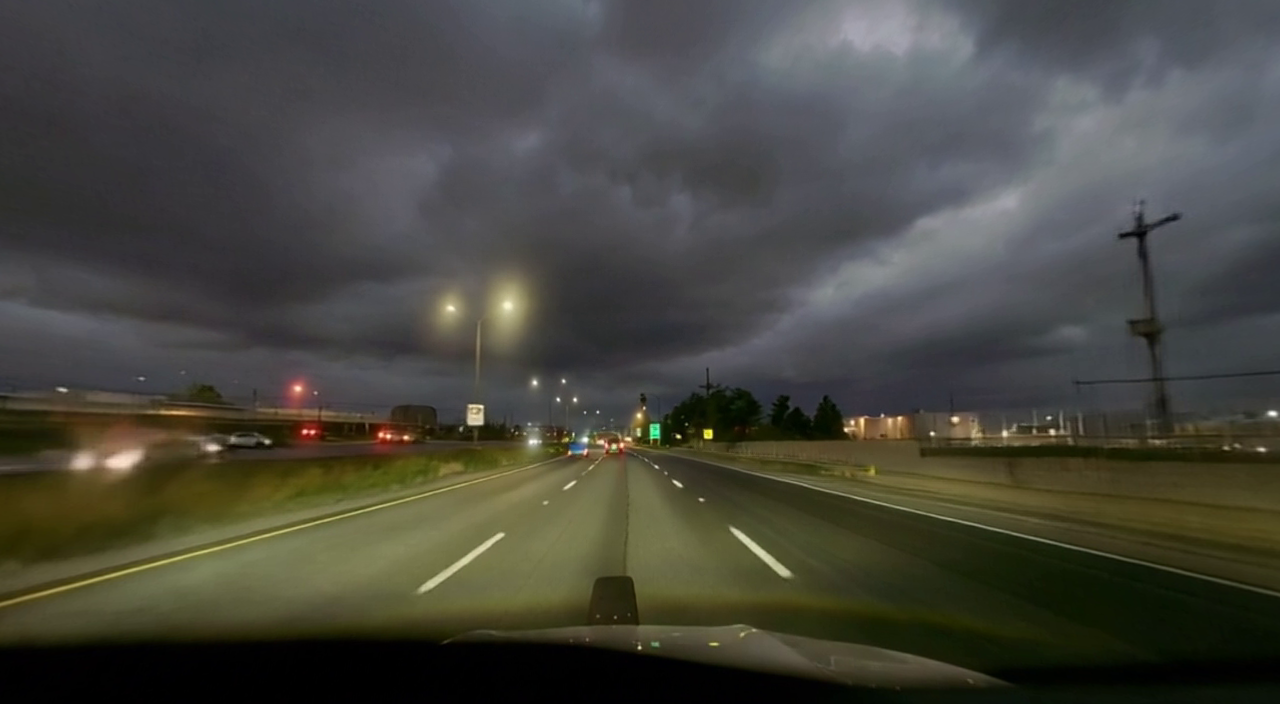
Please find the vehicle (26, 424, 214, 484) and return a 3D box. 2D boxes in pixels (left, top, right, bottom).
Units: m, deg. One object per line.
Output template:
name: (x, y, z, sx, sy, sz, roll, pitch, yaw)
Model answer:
vehicle: (-15.090, 2.974, 18.664, 1.882, 1.538, 4.369, 0, -8, -1)
